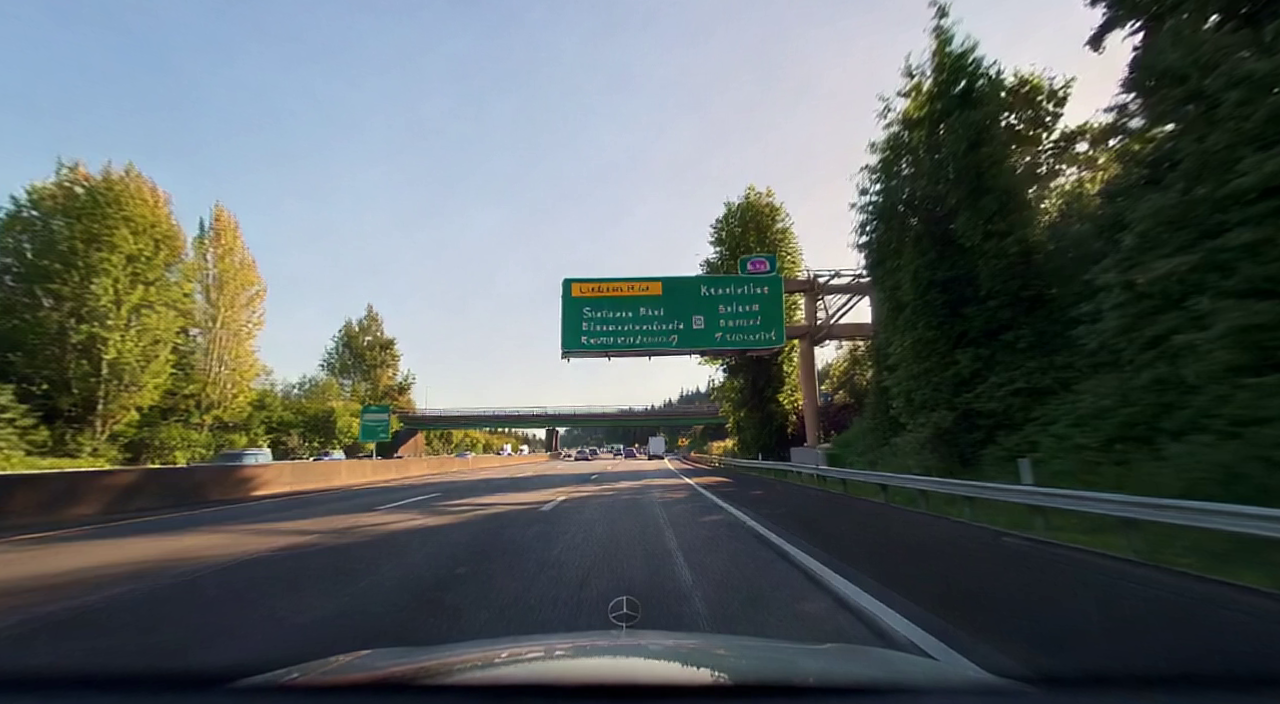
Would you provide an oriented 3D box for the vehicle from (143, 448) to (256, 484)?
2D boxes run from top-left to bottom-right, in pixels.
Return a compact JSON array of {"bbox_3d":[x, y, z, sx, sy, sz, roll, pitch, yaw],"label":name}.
[{"bbox_3d":[-20.201,5.227,29.207,1.902,1.505,4.575,0,-9,0],"label":"vehicle"}]
